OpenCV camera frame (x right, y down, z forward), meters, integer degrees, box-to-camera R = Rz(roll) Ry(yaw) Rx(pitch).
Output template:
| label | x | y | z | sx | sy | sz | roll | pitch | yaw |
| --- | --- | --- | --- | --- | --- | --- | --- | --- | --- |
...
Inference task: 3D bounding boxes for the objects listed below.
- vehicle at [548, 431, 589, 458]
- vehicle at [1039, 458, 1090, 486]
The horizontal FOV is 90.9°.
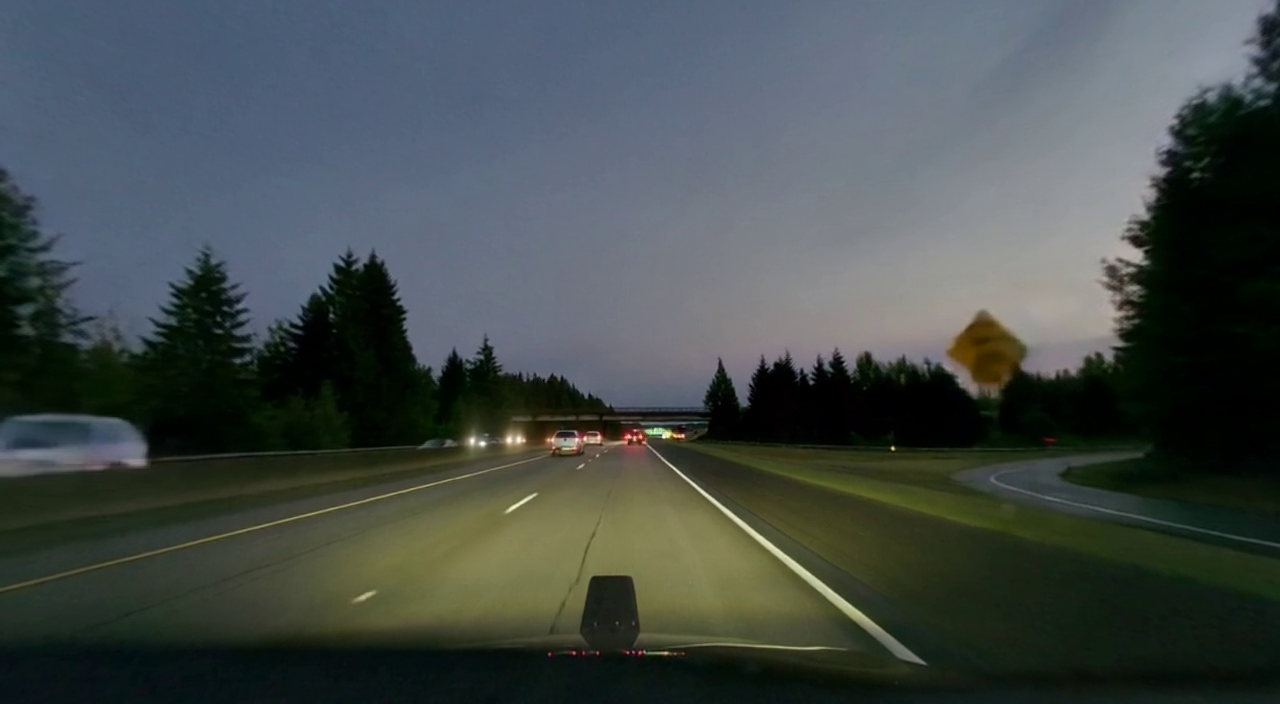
| label | x | y | z | sx | sy | sz | roll | pitch | yaw |
| --- | --- | --- | --- | --- | --- | --- | --- | --- | --- |
| vehicle | -4.402 | 5.787 | 39.529 | 2.169 | 1.588 | 4.264 | 0 | -8 | -1 |
| vehicle | 28.013 | 7.870 | 41.697 | 2.033 | 1.565 | 4.672 | -4 | -9 | 25 |
